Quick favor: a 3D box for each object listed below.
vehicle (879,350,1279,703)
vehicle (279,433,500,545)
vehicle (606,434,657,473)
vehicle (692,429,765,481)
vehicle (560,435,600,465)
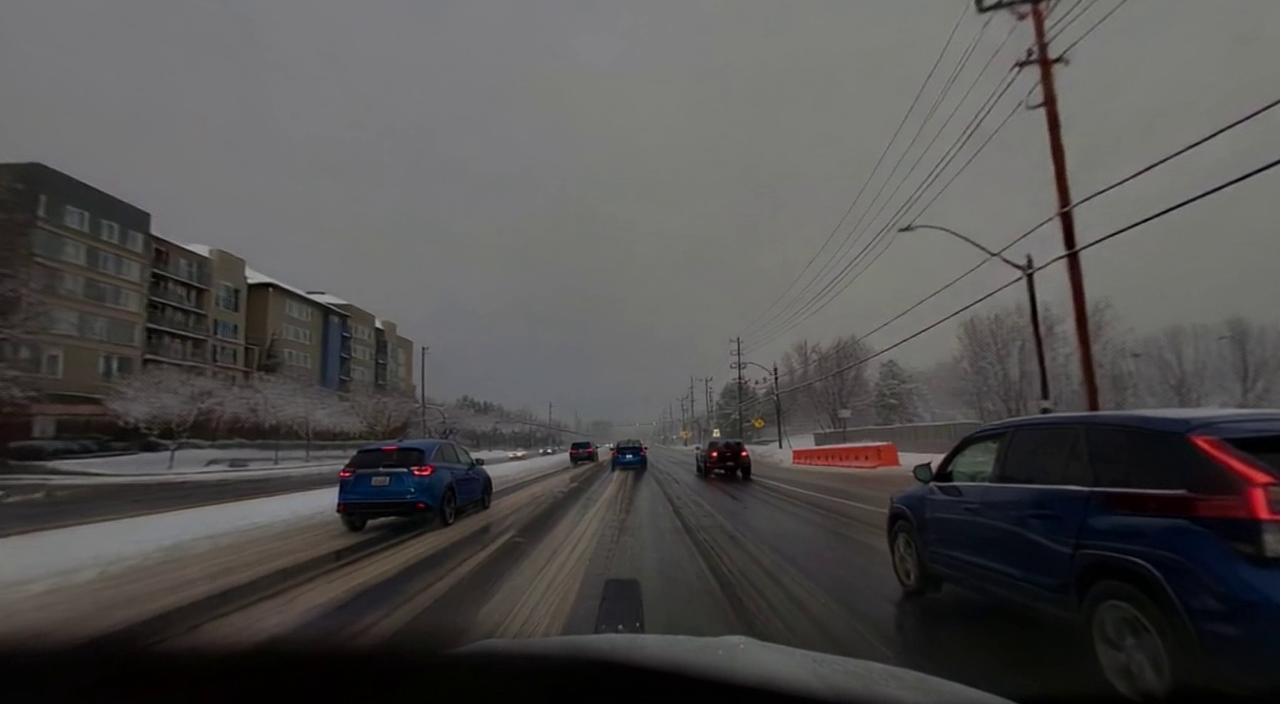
[{"bbox_3d":[3.172,1.025,3.674,1.975,1.598,4.025,0,-8,0],"label":"vehicle"},{"bbox_3d":[-3.795,2.133,10.538,1.968,1.473,4.209,0,-8,0],"label":"vehicle"},{"bbox_3d":[-0.403,4.846,30.364,2.291,1.714,4.217,0,-8,0],"label":"vehicle"},{"bbox_3d":[3.243,3.887,24.021,2.029,1.797,4.218,0,-8,-1],"label":"vehicle"},{"bbox_3d":[-3.938,6.542,42.312,2.190,1.832,4.417,0,-8,0],"label":"vehicle"}]
